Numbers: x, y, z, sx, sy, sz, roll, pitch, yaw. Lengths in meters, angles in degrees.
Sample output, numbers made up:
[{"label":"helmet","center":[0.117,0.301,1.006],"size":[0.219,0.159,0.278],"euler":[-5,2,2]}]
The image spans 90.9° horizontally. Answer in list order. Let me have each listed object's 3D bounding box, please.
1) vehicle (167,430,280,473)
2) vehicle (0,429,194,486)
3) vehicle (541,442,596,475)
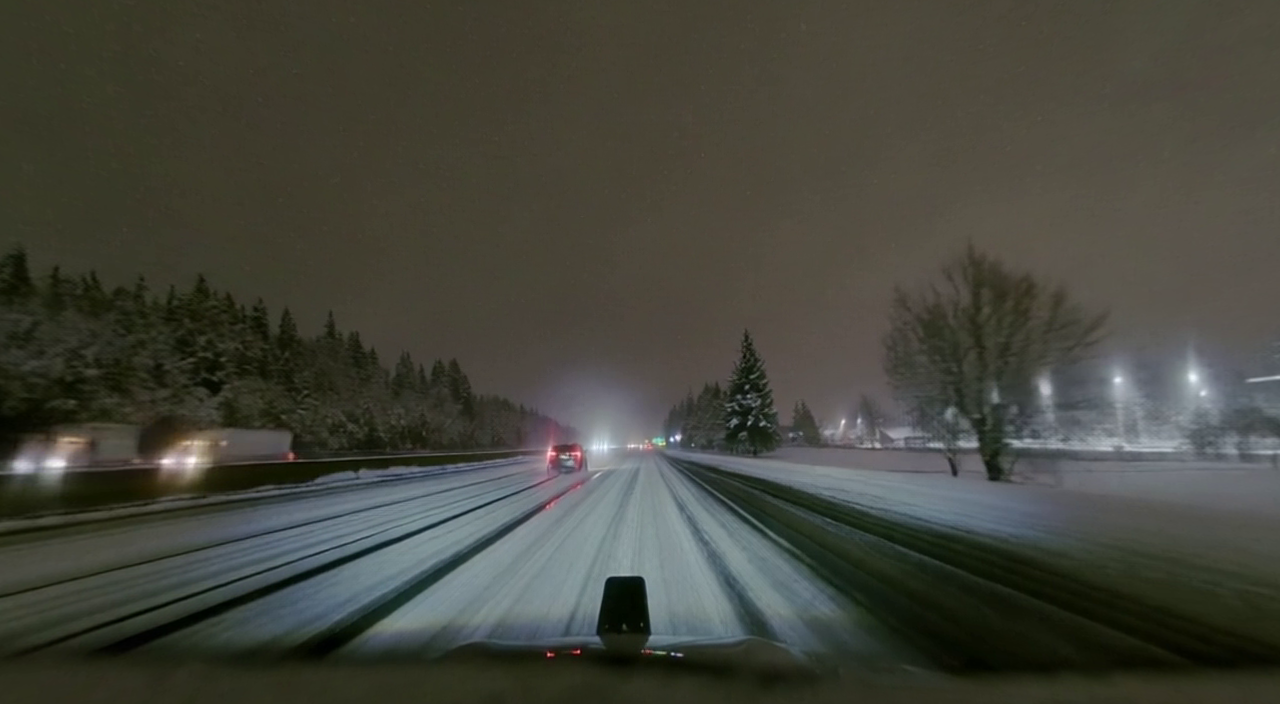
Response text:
[{"label":"vehicle","center":[-31.718,7.654,48.639],"size":[2.802,2.979,8.523],"euler":[0,-8,1]},{"label":"vehicle","center":[-31.752,6.199,37.690],"size":[2.984,2.941,9.677],"euler":[0,-8,1]},{"label":"vehicle","center":[-3.388,5.163,30.793],"size":[2.128,1.450,4.078],"euler":[0,-8,1]}]
